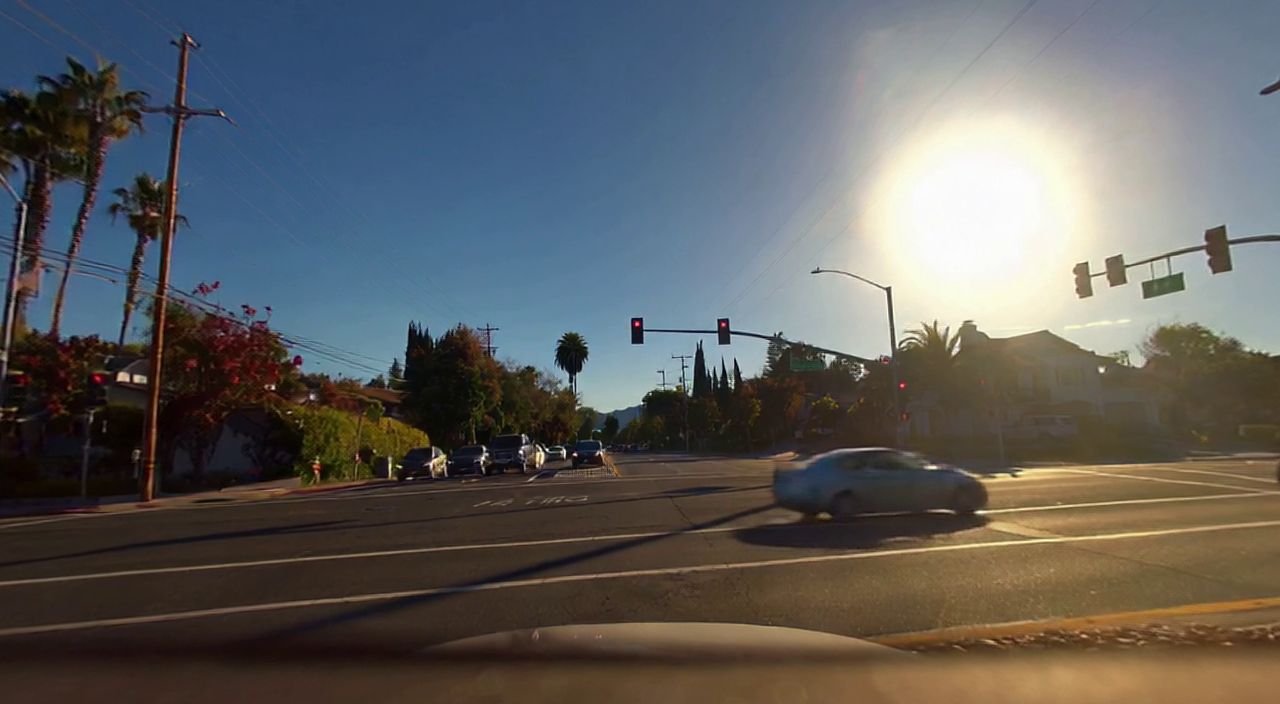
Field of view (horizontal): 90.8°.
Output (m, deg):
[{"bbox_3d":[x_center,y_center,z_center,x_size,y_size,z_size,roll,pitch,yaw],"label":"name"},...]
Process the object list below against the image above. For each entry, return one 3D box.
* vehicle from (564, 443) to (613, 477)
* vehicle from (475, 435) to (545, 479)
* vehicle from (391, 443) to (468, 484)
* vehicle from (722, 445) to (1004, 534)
[{"bbox_3d":[-2.425,5.231,30.930,2.174,1.477,4.805,0,-9,-2],"label":"vehicle"},{"bbox_3d":[-6.400,5.246,31.777,2.479,1.977,5.254,0,-9,-1],"label":"vehicle"},{"bbox_3d":[-10.179,5.401,30.982,2.241,1.819,4.690,0,-9,-1],"label":"vehicle"},{"bbox_3d":[4.036,2.441,11.748,4.443,1.367,2.197,2,-9,-16],"label":"vehicle"}]
